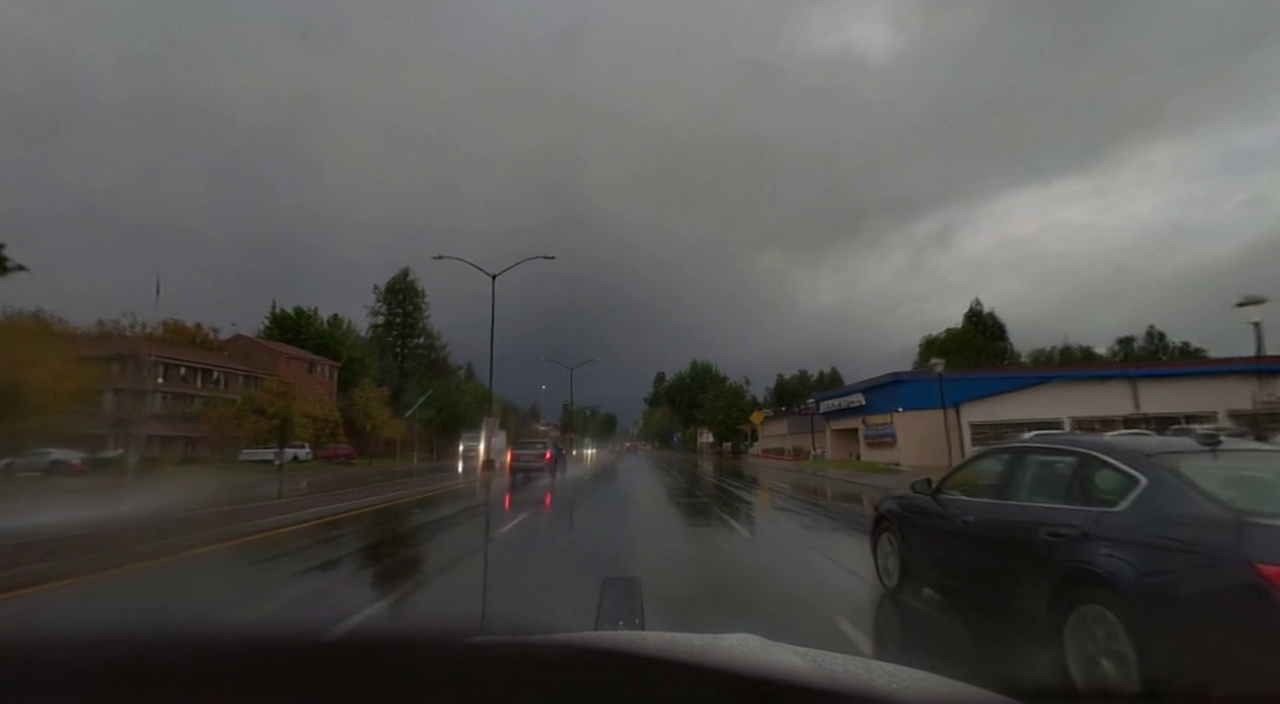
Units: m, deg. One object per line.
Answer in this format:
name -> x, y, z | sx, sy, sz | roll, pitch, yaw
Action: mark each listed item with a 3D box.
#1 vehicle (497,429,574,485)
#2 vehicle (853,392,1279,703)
vehicle -> -3.659, 3.786, 22.995 | 1.997, 1.806, 4.500 | 0, -8, 1
vehicle -> 3.261, 1.188, 4.201 | 1.975, 1.502, 4.787 | 0, -8, -1
